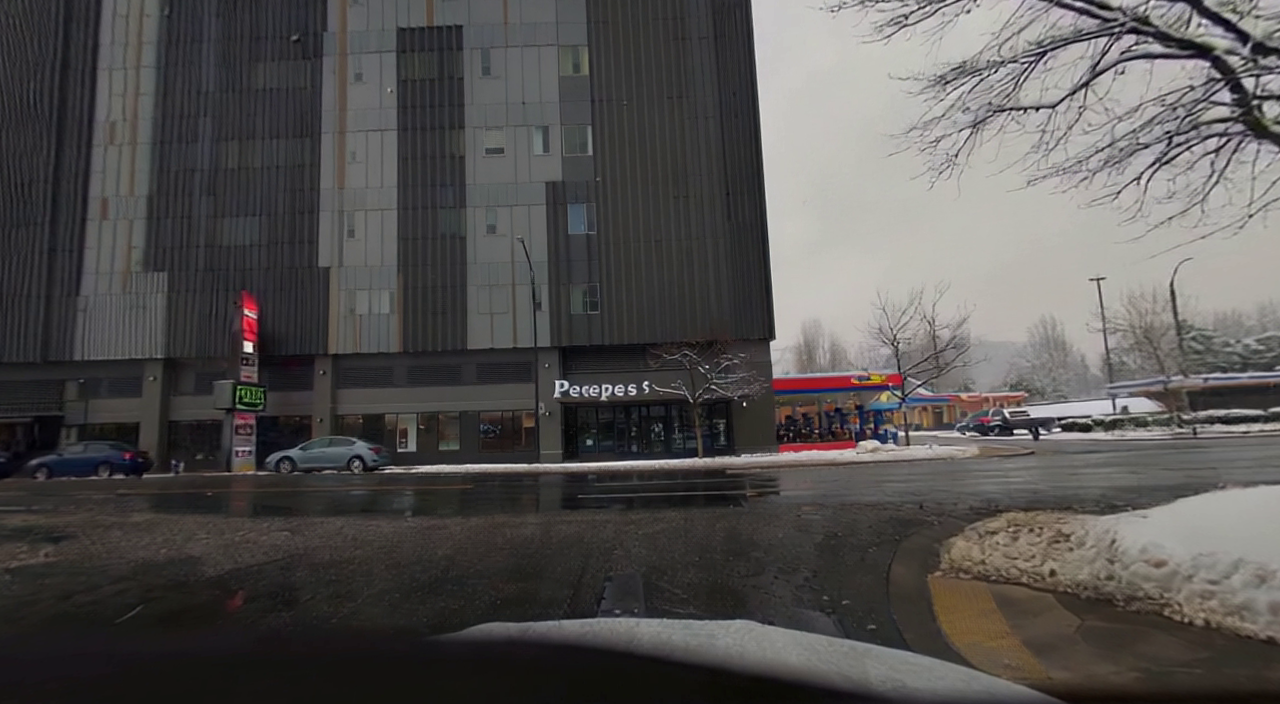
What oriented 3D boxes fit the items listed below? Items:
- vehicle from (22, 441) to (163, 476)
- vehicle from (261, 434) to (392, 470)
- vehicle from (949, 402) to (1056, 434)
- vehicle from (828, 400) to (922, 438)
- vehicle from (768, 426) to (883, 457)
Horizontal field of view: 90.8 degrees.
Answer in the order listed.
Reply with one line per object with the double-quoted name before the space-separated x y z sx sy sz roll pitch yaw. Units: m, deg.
"vehicle" -23.622 4.600 27.399 4.321 1.430 1.775 0 -9 -2
"vehicle" -13.941 4.466 28.259 4.857 1.497 1.811 0 -9 2
"vehicle" 28.569 5.238 49.983 7.026 2.329 2.545 1 -6 -4
"vehicle" 16.075 4.614 43.416 5.524 2.504 2.196 0 -9 -3
"vehicle" 8.621 4.201 29.586 4.782 1.371 1.763 1 -9 -6
